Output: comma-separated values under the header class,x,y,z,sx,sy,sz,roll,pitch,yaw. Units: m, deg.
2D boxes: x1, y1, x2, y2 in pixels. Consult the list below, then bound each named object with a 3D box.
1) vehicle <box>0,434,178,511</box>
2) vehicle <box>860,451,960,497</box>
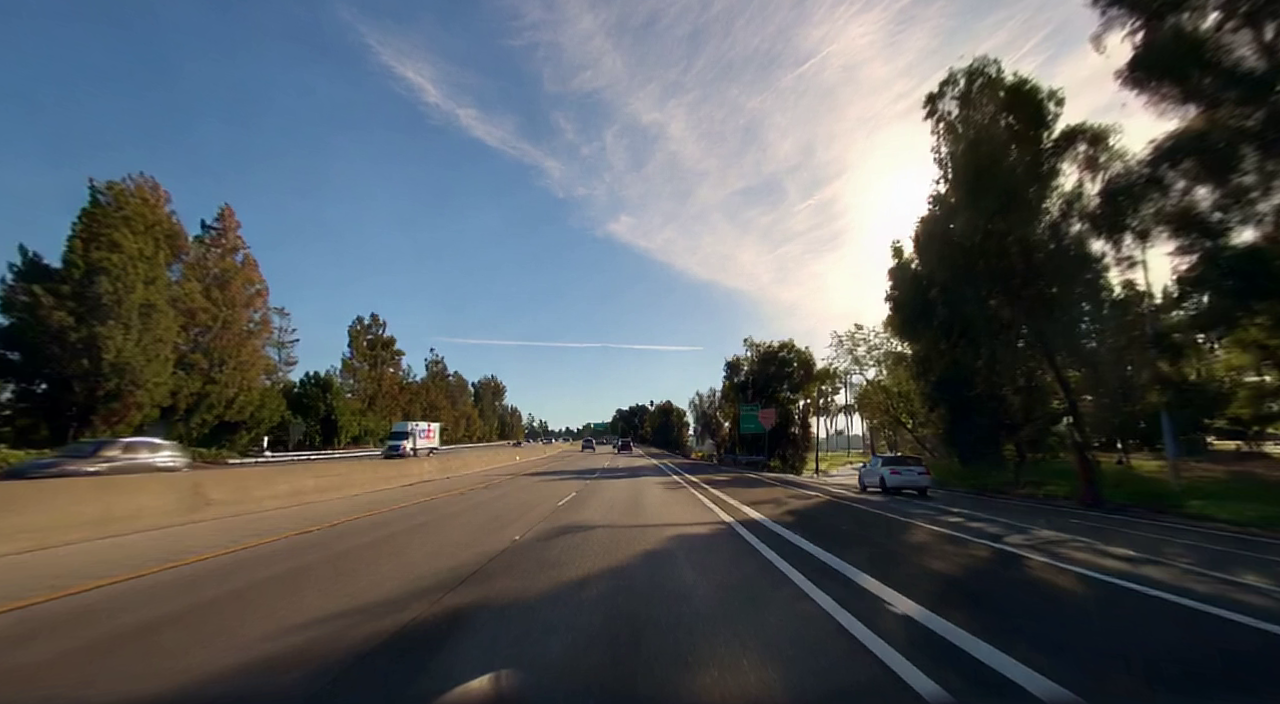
class,x,y,z,sx,sy,sz,roll,pitch,yaw
vehicle,-13.350,2.658,14.389,2.027,1.464,4.568,0,-8,0
vehicle,9.997,4.515,23.723,2.037,1.487,4.962,1,-9,6
